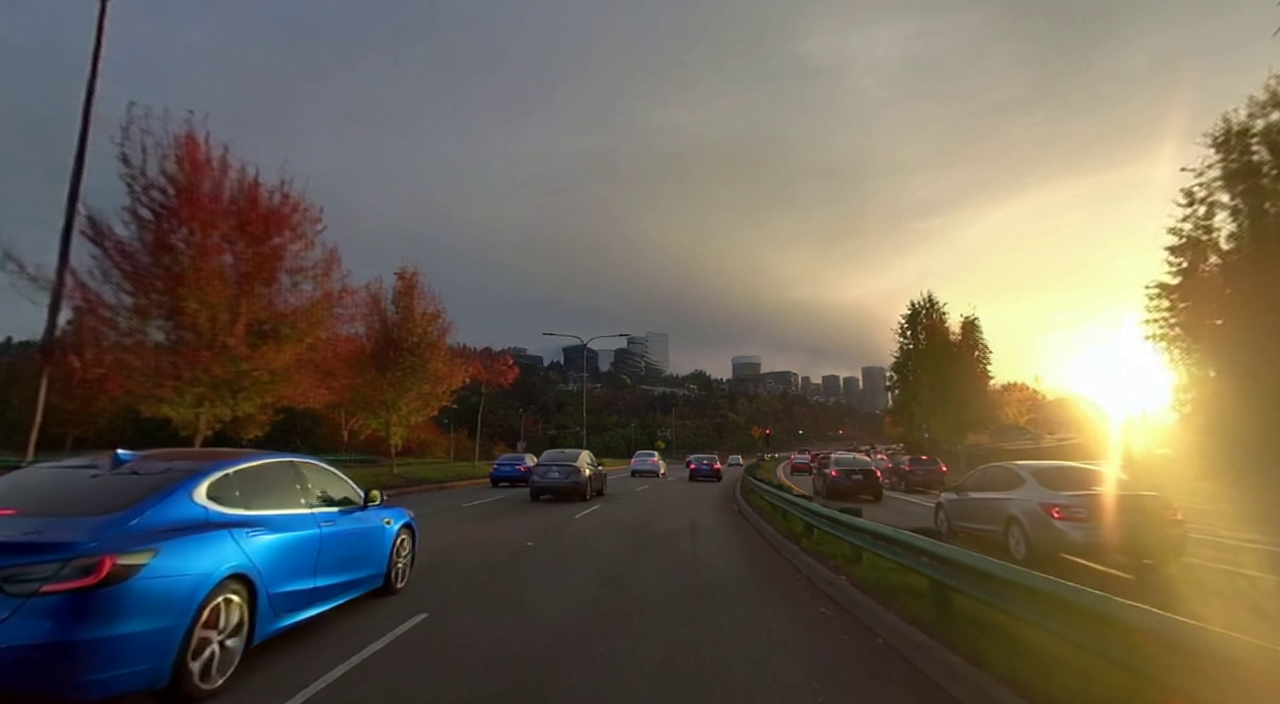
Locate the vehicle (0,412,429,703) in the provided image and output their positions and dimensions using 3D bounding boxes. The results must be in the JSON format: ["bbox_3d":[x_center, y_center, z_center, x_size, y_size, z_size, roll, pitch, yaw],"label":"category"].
[{"bbox_3d":[-3.266,1.297,4.466,1.921,1.503,4.317,0,-9,2],"label":"vehicle"}]

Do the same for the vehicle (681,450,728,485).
[{"bbox_3d":[3.132,5.466,30.093,2.015,1.506,4.276,-1,-9,9],"label":"vehicle"}]

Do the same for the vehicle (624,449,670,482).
[{"bbox_3d":[0.463,6.203,34.740,1.930,1.635,4.260,-1,-9,9],"label":"vehicle"}]

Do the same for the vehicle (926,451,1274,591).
[{"bbox_3d":[6.311,2.298,9.586,1.869,1.516,4.753,0,-9,2],"label":"vehicle"}]

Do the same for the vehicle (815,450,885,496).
[{"bbox_3d":[8.309,4.763,25.275,1.768,1.634,4.064,0,-9,6],"label":"vehicle"}]

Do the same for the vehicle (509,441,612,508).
[{"bbox_3d":[-2.155,3.502,18.525,1.979,1.663,4.513,0,-9,6],"label":"vehicle"}]

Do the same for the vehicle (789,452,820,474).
[{"bbox_3d":[12.722,8.563,48.845,1.890,1.610,4.045,-1,-9,9],"label":"vehicle"}]
